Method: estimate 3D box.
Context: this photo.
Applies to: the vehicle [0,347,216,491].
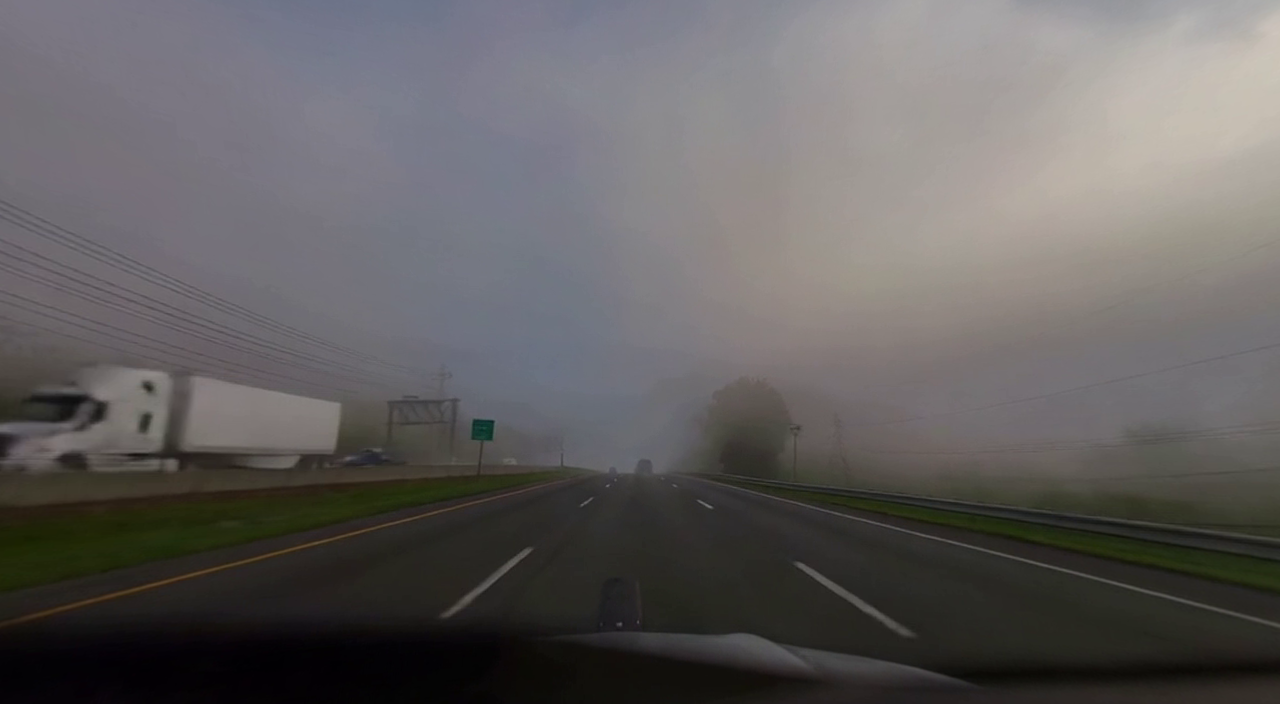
[{"bbox_3d":[-17.130,2.311,20.059,2.964,3.921,5.816,1,-10,-1],"label":"vehicle"}]
